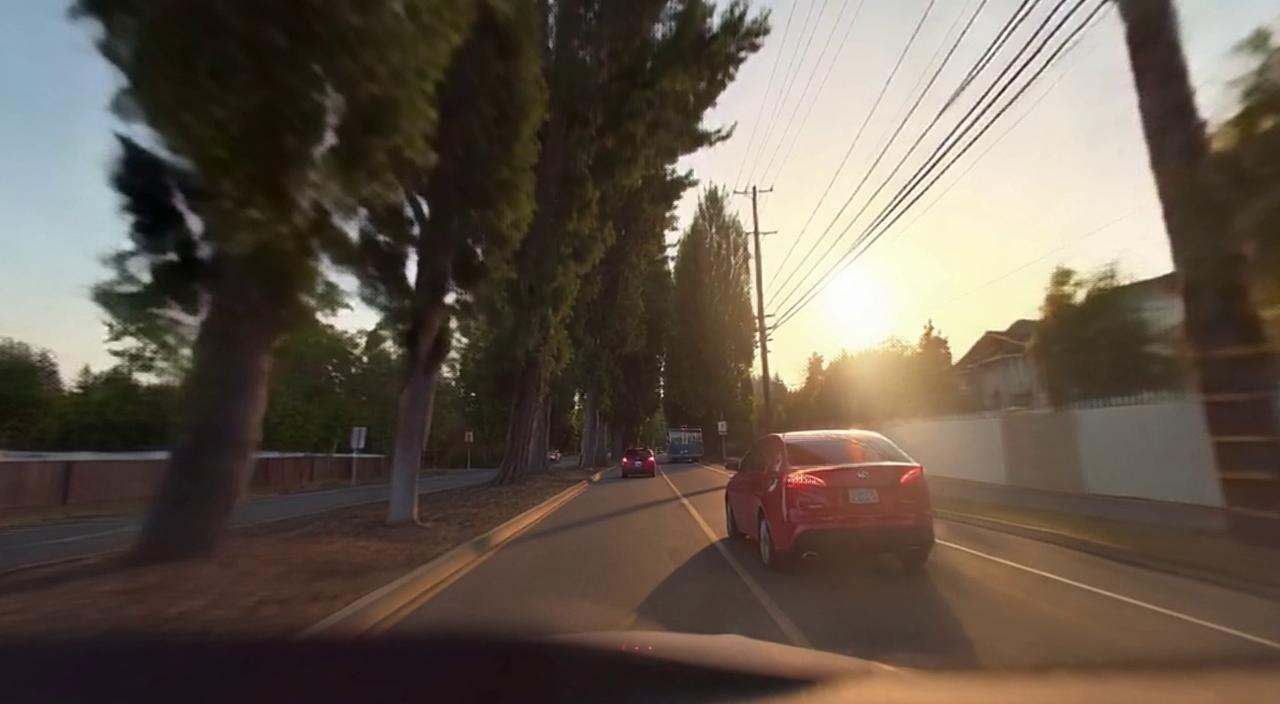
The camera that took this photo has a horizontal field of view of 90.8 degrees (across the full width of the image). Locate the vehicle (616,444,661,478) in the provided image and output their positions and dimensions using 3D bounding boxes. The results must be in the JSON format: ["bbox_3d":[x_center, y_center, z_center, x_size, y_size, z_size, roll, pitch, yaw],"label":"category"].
[{"bbox_3d":[-0.022,5.196,30.321,2.018,1.511,3.993,0,-8,1],"label":"vehicle"}]

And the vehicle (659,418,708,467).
[{"bbox_3d":[3.159,7.070,49.197,2.789,3.285,12.428,0,-9,0],"label":"vehicle"}]
